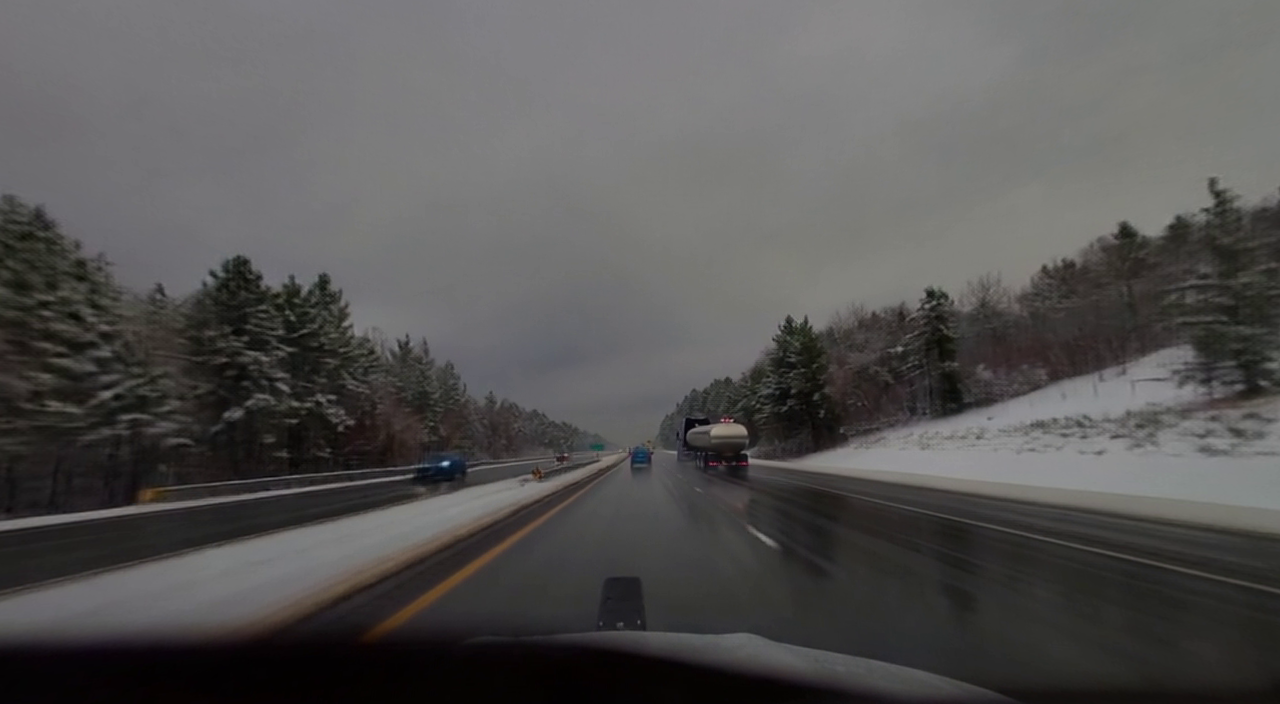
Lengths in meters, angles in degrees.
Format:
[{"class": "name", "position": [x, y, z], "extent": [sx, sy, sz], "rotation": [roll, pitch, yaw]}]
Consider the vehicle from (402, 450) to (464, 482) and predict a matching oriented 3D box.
[{"class": "vehicle", "position": [-11.867, 6.547, 36.422], "extent": [1.995, 1.691, 4.555], "rotation": [0, -9, 0]}]

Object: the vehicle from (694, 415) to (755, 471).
[{"class": "vehicle", "position": [4.988, 5.600, 38.468], "extent": [2.718, 3.034, 7.395], "rotation": [0, -9, 0]}]

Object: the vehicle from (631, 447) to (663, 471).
[{"class": "vehicle", "position": [0.412, 6.738, 39.839], "extent": [1.926, 1.386, 3.615], "rotation": [0, -9, 0]}]
